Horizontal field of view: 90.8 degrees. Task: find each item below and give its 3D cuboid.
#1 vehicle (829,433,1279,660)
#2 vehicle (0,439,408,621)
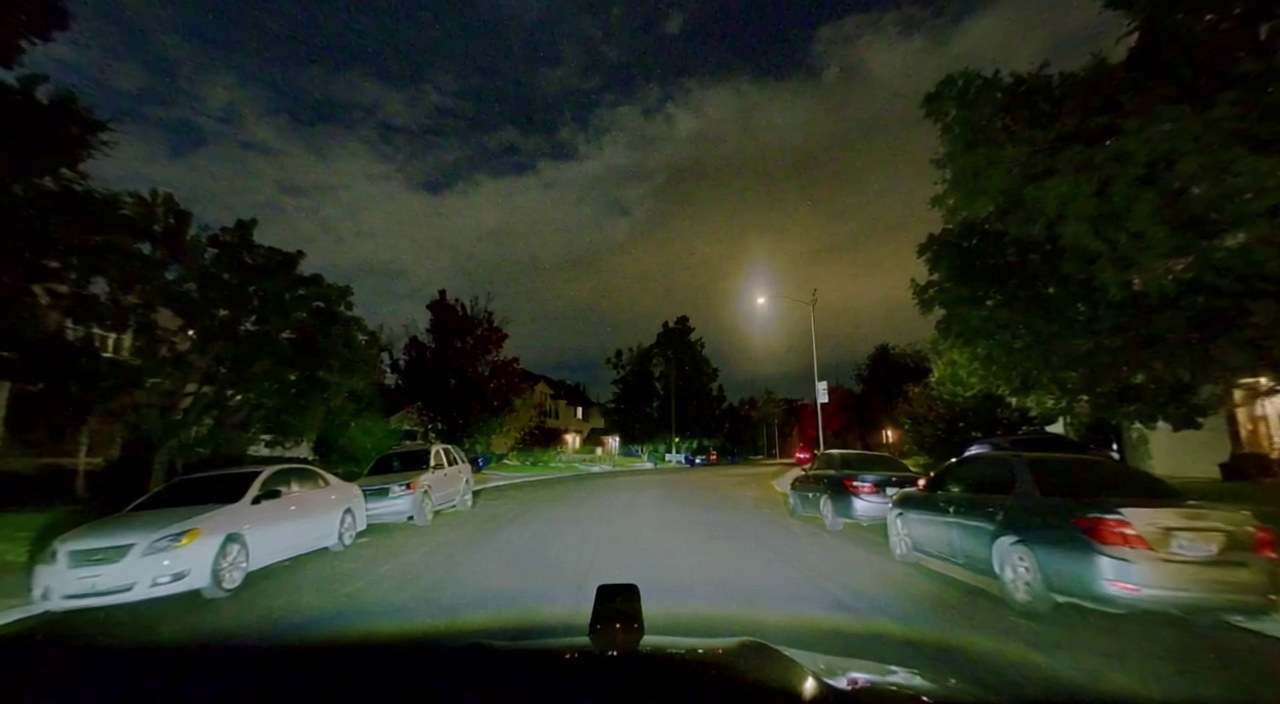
[{"bbox_3d":[3.753,1.667,6.645,1.946,1.484,4.654,0,-9,-2],"label":"vehicle"},{"bbox_3d":[-4.755,1.907,7.969,1.925,1.468,5.089,-2,-9,-2],"label":"vehicle"}]
